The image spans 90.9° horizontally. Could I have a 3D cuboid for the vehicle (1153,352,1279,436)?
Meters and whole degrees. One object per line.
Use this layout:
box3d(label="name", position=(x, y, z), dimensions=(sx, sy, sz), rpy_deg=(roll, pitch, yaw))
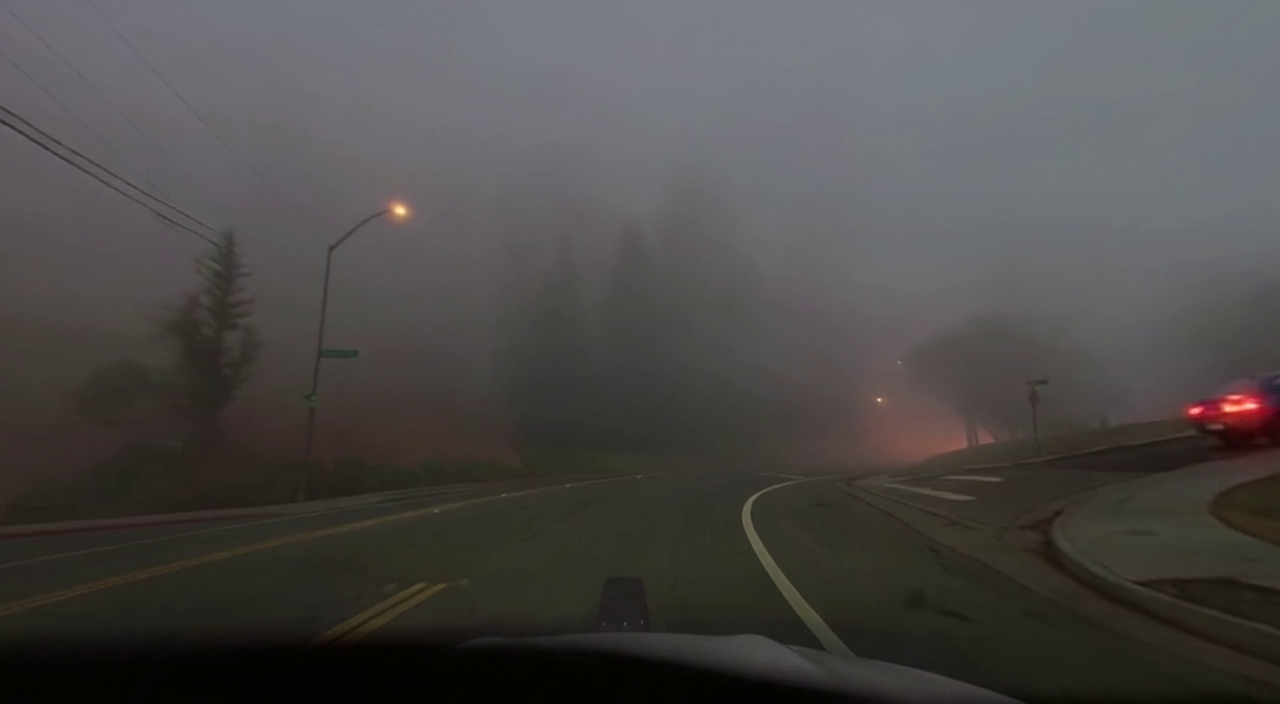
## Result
box3d(label="vehicle", position=(15.017, 0.989, 14.207), dimensions=(4.810, 1.732, 2.176), rpy_deg=(-1, -8, 6))
